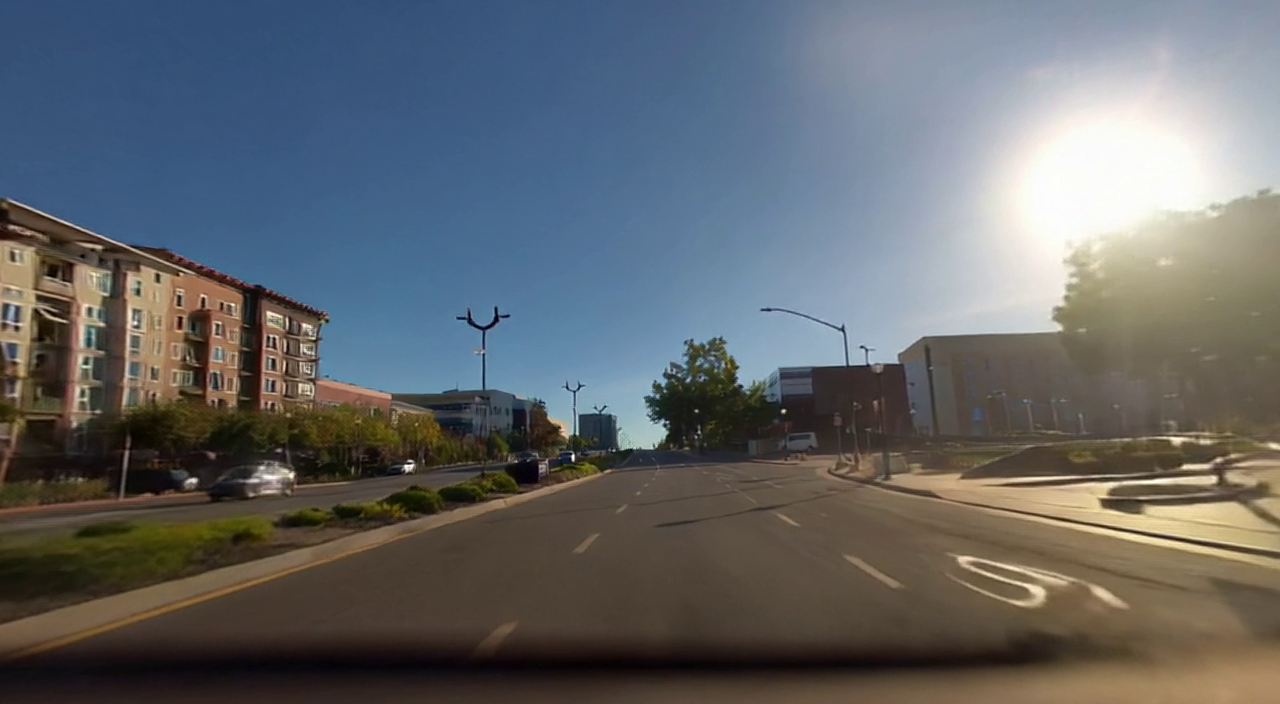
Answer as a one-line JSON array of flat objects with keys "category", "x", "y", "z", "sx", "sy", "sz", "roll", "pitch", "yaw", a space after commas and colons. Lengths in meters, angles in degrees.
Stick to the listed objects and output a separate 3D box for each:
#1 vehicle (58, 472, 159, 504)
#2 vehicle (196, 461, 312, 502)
[{"category": "vehicle", "x": -30.043, "y": 7.667, "z": 35.818, "sx": 1.799, "sy": 1.473, "sz": 4.490, "roll": 0, "pitch": -8, "yaw": 0}, {"category": "vehicle", "x": -16.746, "y": 5.616, "z": 27.690, "sx": 1.878, "sy": 1.492, "sz": 4.648, "roll": -1, "pitch": -8, "yaw": 5}]
